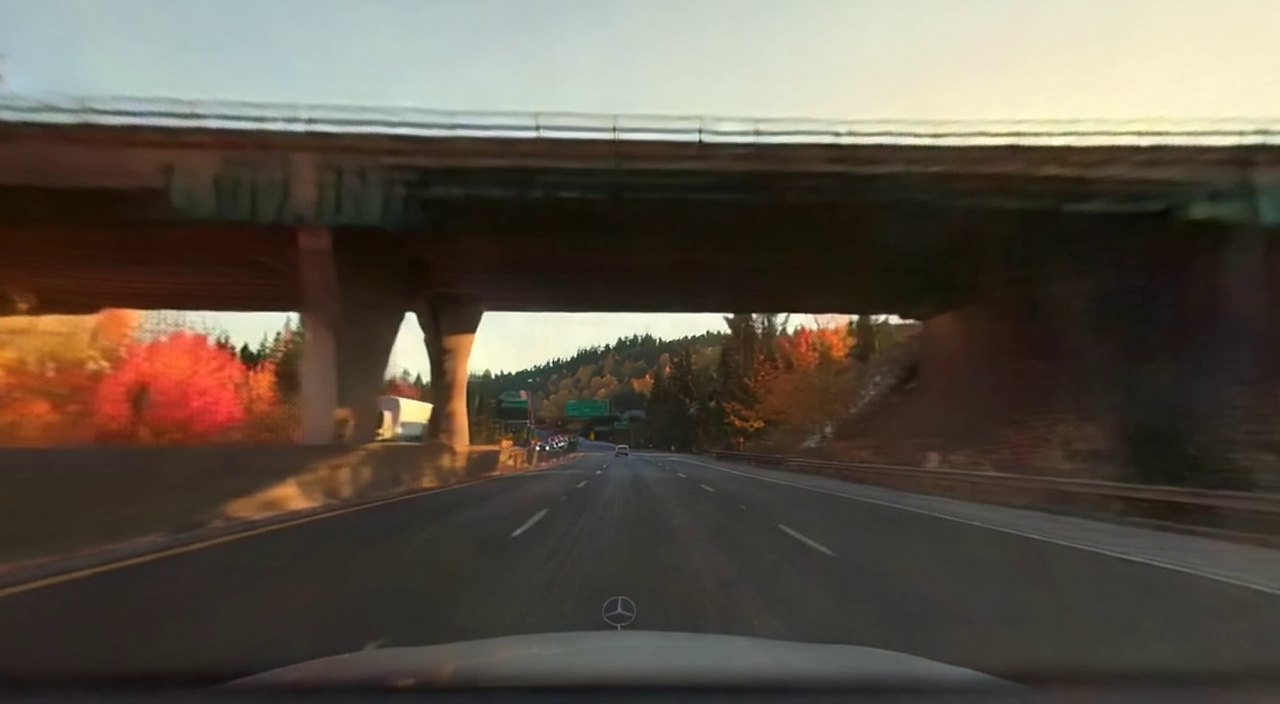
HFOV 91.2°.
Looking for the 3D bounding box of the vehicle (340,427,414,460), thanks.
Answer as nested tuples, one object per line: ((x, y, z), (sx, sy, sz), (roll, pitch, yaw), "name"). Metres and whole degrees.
((-13.075, 4.624, 31.445), (1.932, 1.533, 4.143), (0, -9, -1), "vehicle")

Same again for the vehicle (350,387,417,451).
((-17.506, 4.683, 43.041), (2.975, 3.969, 3.953), (-3, -10, -2), "vehicle")
